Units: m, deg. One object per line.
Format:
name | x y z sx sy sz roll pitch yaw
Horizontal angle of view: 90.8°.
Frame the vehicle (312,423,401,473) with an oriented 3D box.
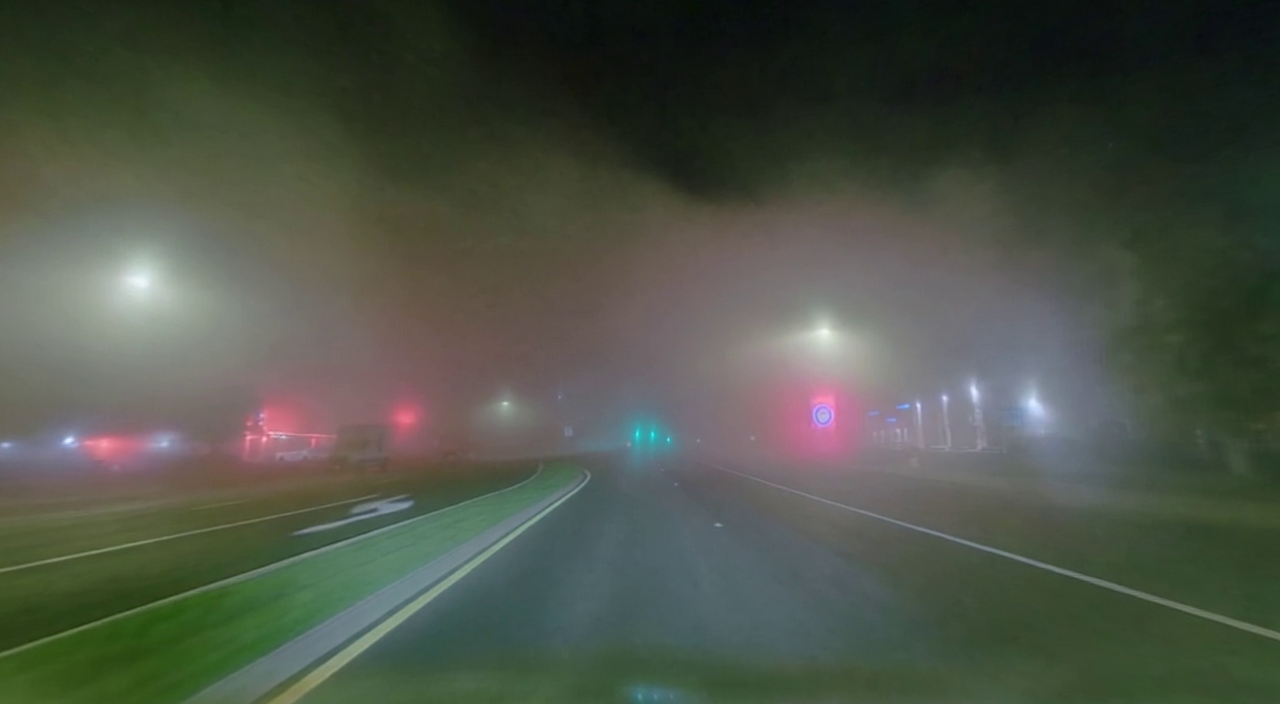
vehicle | -19.477 6.663 43.938 2.834 3.225 6.752 0 -9 1
